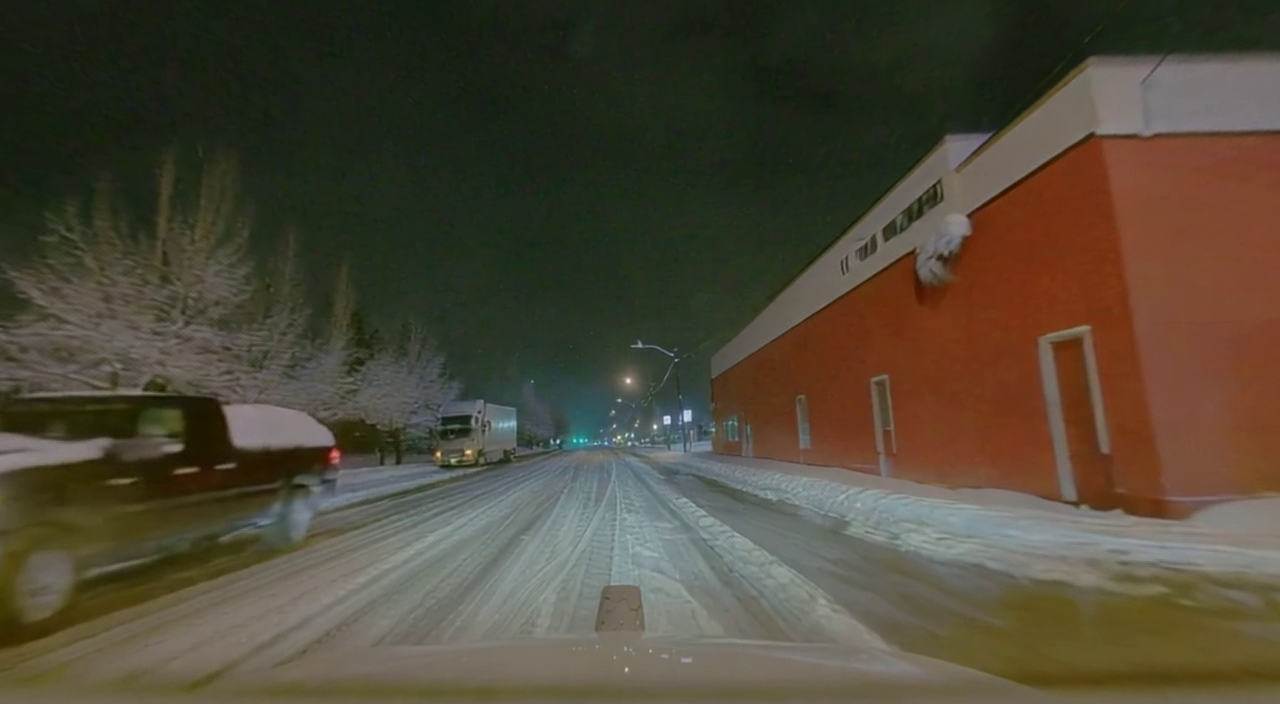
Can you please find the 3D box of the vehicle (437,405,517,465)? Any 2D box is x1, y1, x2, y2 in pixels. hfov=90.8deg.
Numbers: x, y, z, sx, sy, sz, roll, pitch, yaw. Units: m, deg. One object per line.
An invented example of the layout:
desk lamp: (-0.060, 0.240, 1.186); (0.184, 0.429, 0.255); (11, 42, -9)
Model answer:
vehicle: (-12.099, 6.496, 48.449); (3.122, 3.985, 12.515); (0, -9, -2)

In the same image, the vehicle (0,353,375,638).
vehicle: (-6.067, 1.548, 7.949); (2.770, 2.135, 6.329); (-1, -8, 0)
